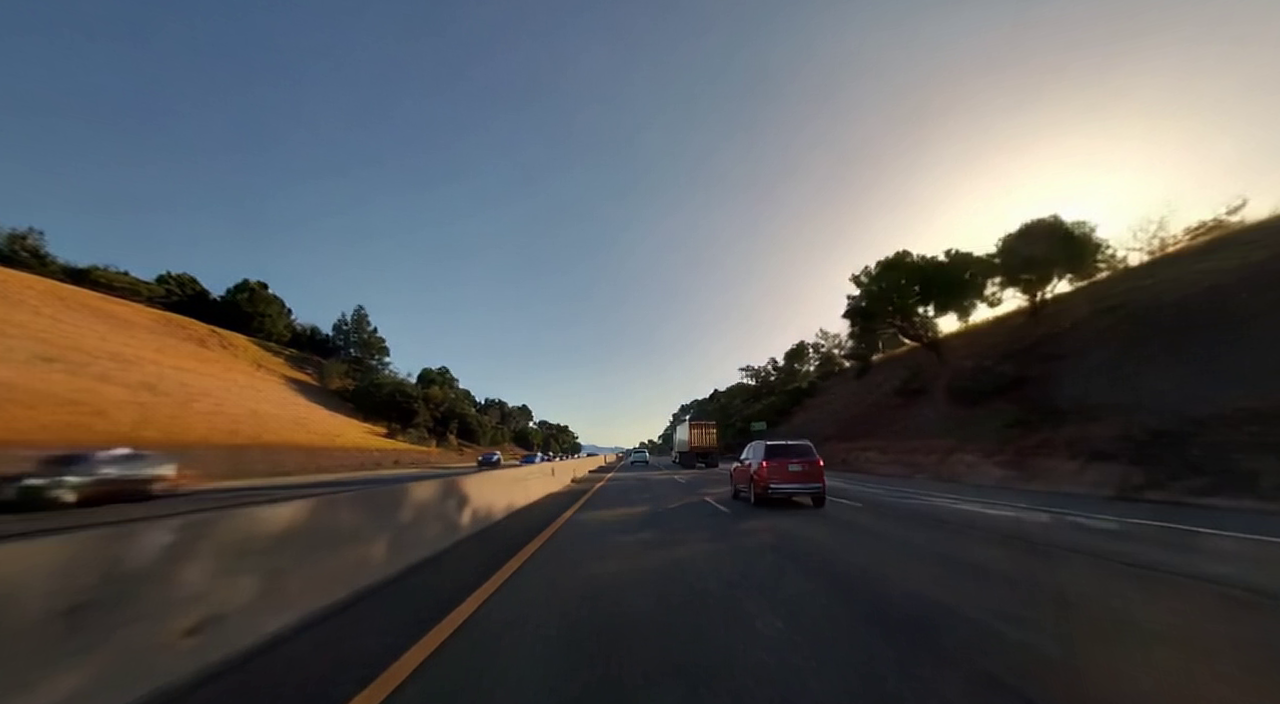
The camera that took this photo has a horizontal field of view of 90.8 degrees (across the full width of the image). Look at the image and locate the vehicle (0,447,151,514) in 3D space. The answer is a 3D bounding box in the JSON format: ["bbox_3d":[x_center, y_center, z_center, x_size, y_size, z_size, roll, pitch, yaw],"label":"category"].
[{"bbox_3d":[-15.126,3.213,16.248,1.856,1.488,4.033,0,-9,-1],"label":"vehicle"}]

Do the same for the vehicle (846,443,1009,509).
[{"bbox_3d":[7.274,3.165,16.622,2.024,1.471,4.618,0,-9,-1],"label":"vehicle"}]

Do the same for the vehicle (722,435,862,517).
[{"bbox_3d":[3.434,2.903,15.287,2.130,1.658,4.537,0,-9,-2],"label":"vehicle"}]
